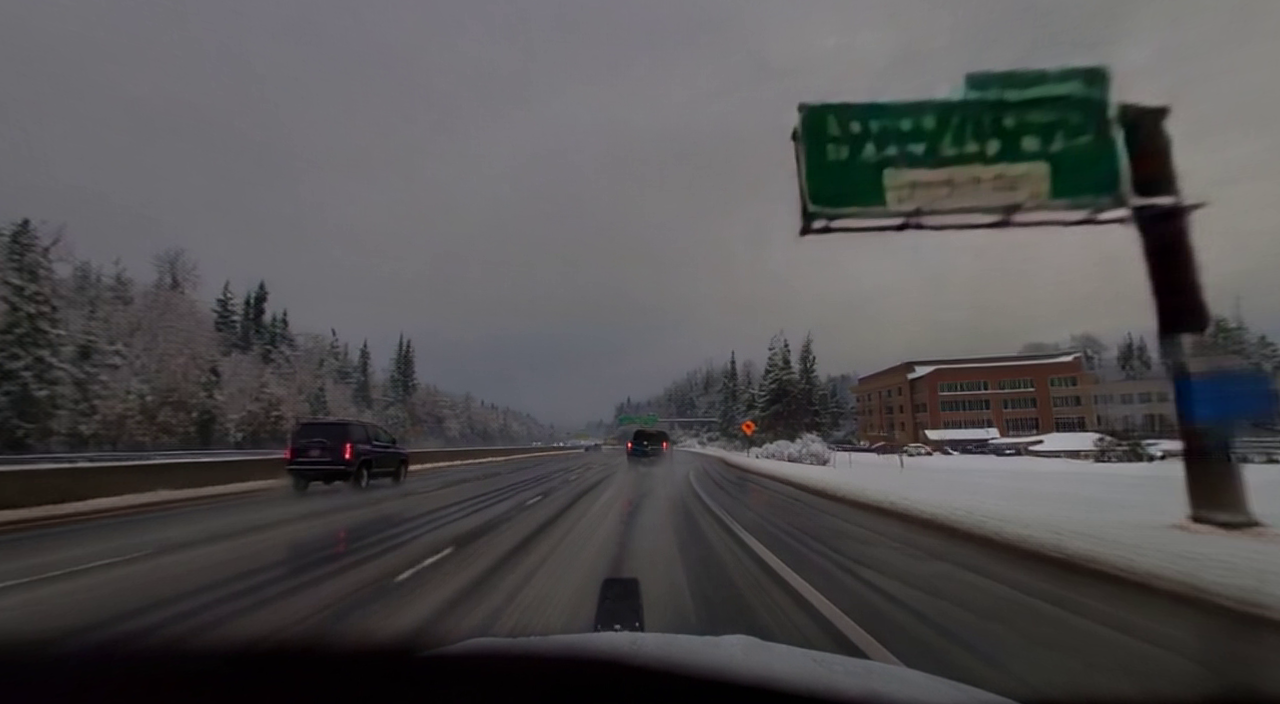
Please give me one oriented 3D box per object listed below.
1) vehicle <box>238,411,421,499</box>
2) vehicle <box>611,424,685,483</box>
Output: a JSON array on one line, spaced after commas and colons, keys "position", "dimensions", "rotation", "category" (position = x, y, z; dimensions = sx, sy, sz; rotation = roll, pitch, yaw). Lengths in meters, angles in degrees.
[{"position": [-7.877, 2.706, 16.805], "dimensions": [2.289, 1.955, 5.147], "rotation": [0, -9, -1], "category": "vehicle"}, {"position": [0.332, 3.846, 24.075], "dimensions": [2.497, 1.957, 5.432], "rotation": [0, -9, 1], "category": "vehicle"}]
